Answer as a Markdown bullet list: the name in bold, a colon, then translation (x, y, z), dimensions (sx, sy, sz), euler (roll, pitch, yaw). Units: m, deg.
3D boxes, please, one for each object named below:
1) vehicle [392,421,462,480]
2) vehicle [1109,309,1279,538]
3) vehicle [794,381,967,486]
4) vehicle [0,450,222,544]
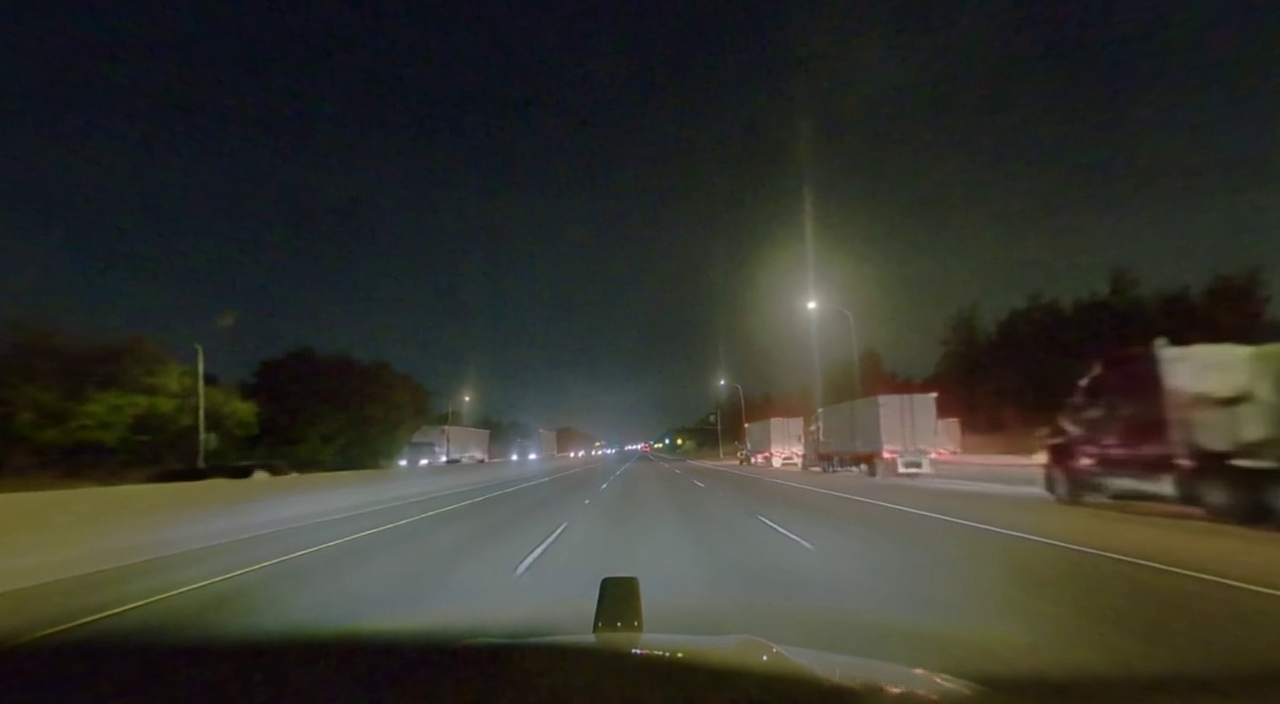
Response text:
- **vehicle**: translation (-15.528, 7.248, 46.133), dimensions (2.996, 3.975, 5.840), euler (-1, -9, 0)
- **vehicle**: translation (11.348, 0.635, 6.746), dimensions (2.741, 3.505, 12.591), euler (0, -9, -1)
- **vehicle**: translation (11.071, 4.264, 31.509), dimensions (2.850, 4.038, 14.497), euler (0, -9, 0)
- **vehicle**: translation (-11.598, 2.963, 13.522), dimensions (1.990, 1.644, 4.594), euler (0, -9, -1)
